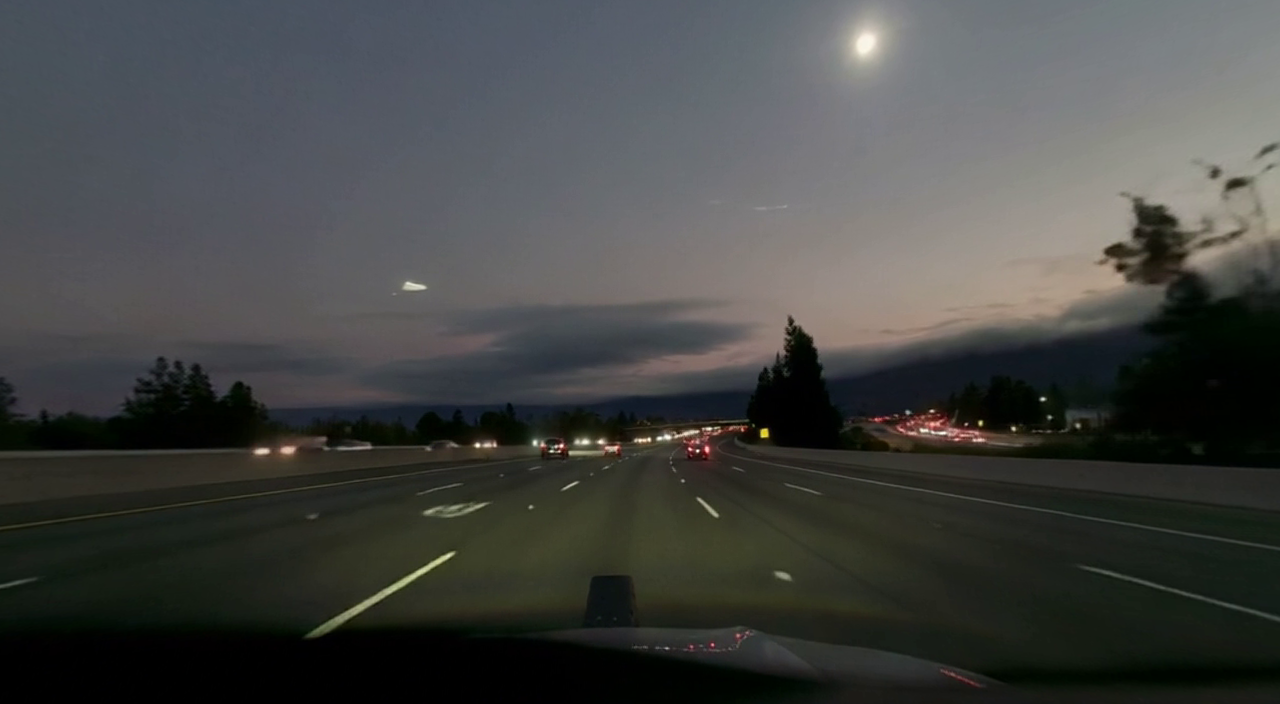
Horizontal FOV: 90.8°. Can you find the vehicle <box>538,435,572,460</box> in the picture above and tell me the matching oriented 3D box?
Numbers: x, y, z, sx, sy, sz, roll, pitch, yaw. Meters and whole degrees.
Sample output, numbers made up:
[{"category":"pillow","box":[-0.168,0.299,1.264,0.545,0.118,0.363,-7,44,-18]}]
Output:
[{"category":"vehicle","box":[-6.597,7.477,49.386,2.009,1.850,4.338,0,-9,1]}]

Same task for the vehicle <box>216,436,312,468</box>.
[{"category":"vehicle","box":[-22.946,6.127,38.913,2.160,1.808,5.734,0,-9,2]}]

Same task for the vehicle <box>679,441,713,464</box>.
[{"category":"vehicle","box":[3.717,6.743,42.522,1.967,1.475,4.080,0,-9,1]}]
